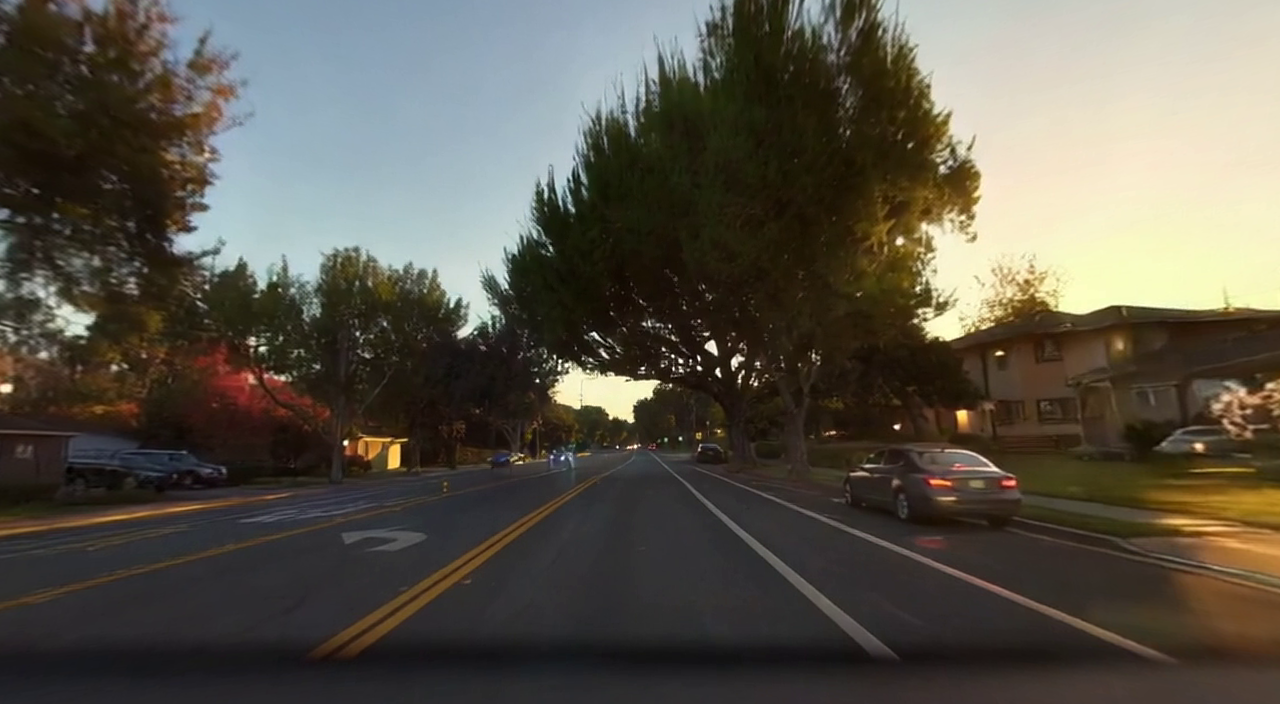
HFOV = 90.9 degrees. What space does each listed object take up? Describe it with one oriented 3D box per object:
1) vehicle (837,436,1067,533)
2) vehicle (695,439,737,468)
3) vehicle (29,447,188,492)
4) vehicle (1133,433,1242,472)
[{"bbox_3d":[5.423,2.337,11.790,1.935,1.453,4.488,0,-9,-1],"label":"vehicle"},{"bbox_3d":[4.949,6.717,41.714,2.105,1.772,4.757,0,-9,0],"label":"vehicle"},{"bbox_3d":[-21.589,4.779,25.763,4.610,1.721,2.019,0,-9,-1],"label":"vehicle"},{"bbox_3d":[22.887,4.184,26.539,1.783,1.494,3.909,-3,-8,14],"label":"vehicle"}]
